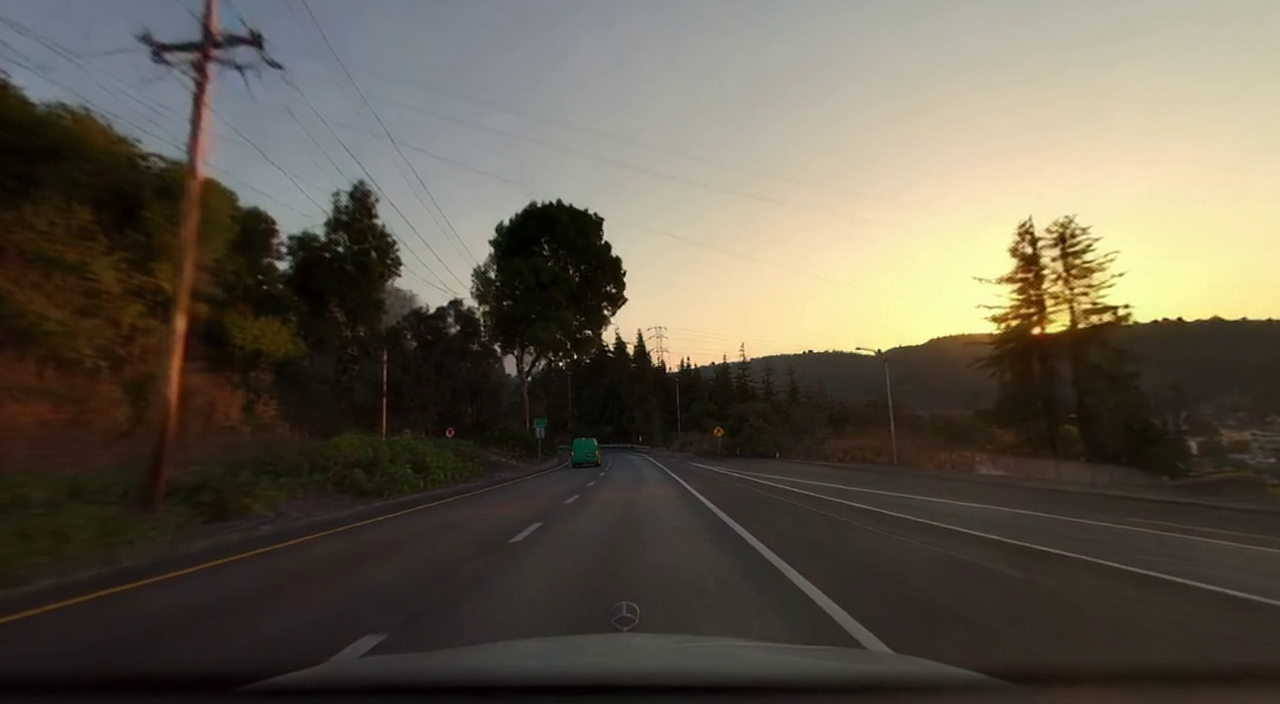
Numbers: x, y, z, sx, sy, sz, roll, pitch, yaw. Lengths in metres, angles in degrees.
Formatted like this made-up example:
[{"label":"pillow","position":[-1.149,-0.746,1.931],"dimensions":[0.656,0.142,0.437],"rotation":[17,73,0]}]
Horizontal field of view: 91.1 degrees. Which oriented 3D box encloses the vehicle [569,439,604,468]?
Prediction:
[{"label":"vehicle","position":[-3.896,7.463,46.437],"dimensions":[2.270,2.023,4.632],"rotation":[0,-9,-2]}]
